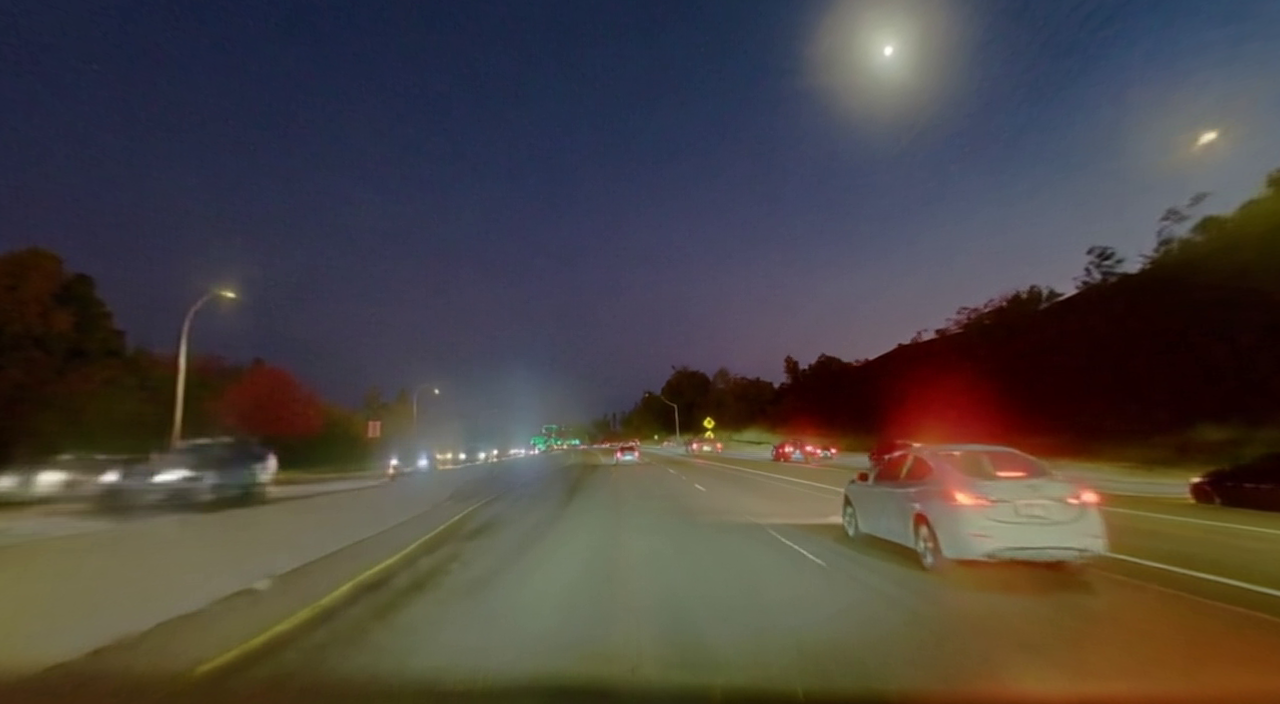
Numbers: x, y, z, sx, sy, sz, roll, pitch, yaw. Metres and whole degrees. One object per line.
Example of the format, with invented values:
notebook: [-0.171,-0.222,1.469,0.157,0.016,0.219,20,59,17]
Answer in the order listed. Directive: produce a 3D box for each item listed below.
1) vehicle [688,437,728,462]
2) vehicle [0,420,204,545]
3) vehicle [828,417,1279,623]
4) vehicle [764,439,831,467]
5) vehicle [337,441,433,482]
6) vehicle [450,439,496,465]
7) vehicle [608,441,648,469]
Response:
vehicle: [4.793,6.945,45.096,2.094,1.652,3.955,1,-8,-6]
vehicle: [-10.043,2.109,10.756,2.017,1.735,4.581,0,-8,-2]
vehicle: [3.804,1.553,6.877,1.972,1.488,4.335,0,-8,-3]
vehicle: [9.061,5.829,36.733,2.196,1.494,4.735,1,-8,-7]
vehicle: [-10.010,4.296,25.248,1.924,1.466,4.808,0,-8,-2]
vehicle: [-11.158,6.738,42.586,2.113,1.629,4.629,1,-8,-4]
vehicle: [-0.762,5.935,36.764,2.090,1.510,4.280,1,-8,-4]
